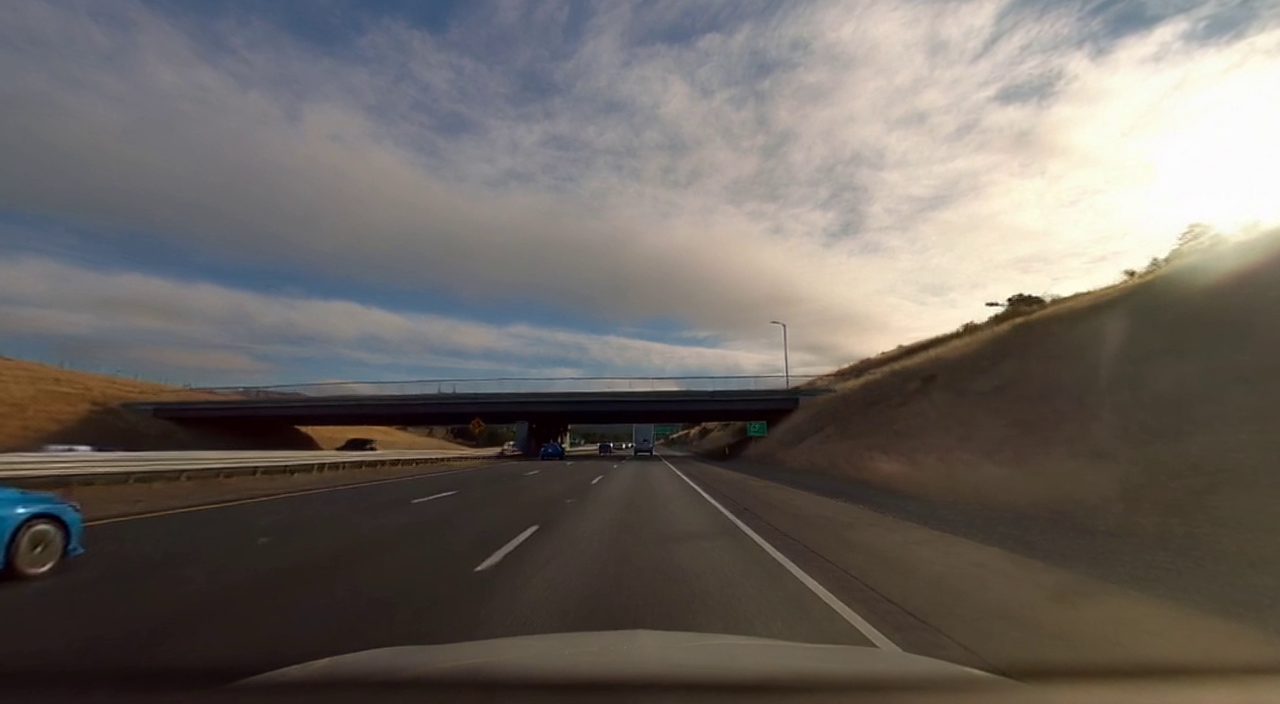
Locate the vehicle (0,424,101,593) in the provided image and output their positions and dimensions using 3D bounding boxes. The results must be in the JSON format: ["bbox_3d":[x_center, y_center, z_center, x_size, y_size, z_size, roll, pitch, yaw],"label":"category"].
[{"bbox_3d":[-6.935,1.245,4.474,2.096,1.541,4.610,0,-8,0],"label":"vehicle"}]
